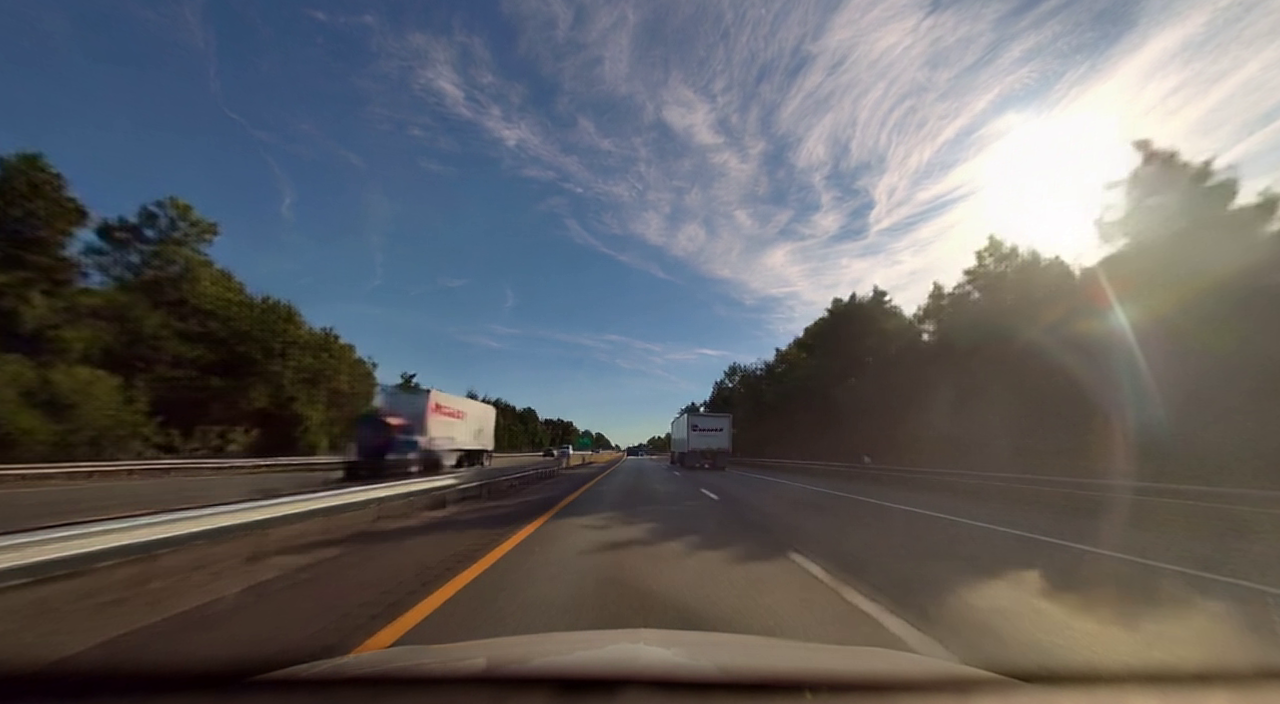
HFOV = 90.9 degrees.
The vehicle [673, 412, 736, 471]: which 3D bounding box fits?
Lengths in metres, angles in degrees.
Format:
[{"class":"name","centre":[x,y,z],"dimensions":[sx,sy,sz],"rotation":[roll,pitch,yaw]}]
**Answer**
[{"class":"vehicle","centre":[4.078,6.155,42.858],"dimensions":[2.876,3.419,11.591],"rotation":[0,-9,-1]}]

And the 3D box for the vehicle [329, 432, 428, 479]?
[{"class":"vehicle","centre":[-9.048,3.612,22.188],"dimensions":[1.835,1.494,3.900],"rotation":[0,-9,-1]}]
